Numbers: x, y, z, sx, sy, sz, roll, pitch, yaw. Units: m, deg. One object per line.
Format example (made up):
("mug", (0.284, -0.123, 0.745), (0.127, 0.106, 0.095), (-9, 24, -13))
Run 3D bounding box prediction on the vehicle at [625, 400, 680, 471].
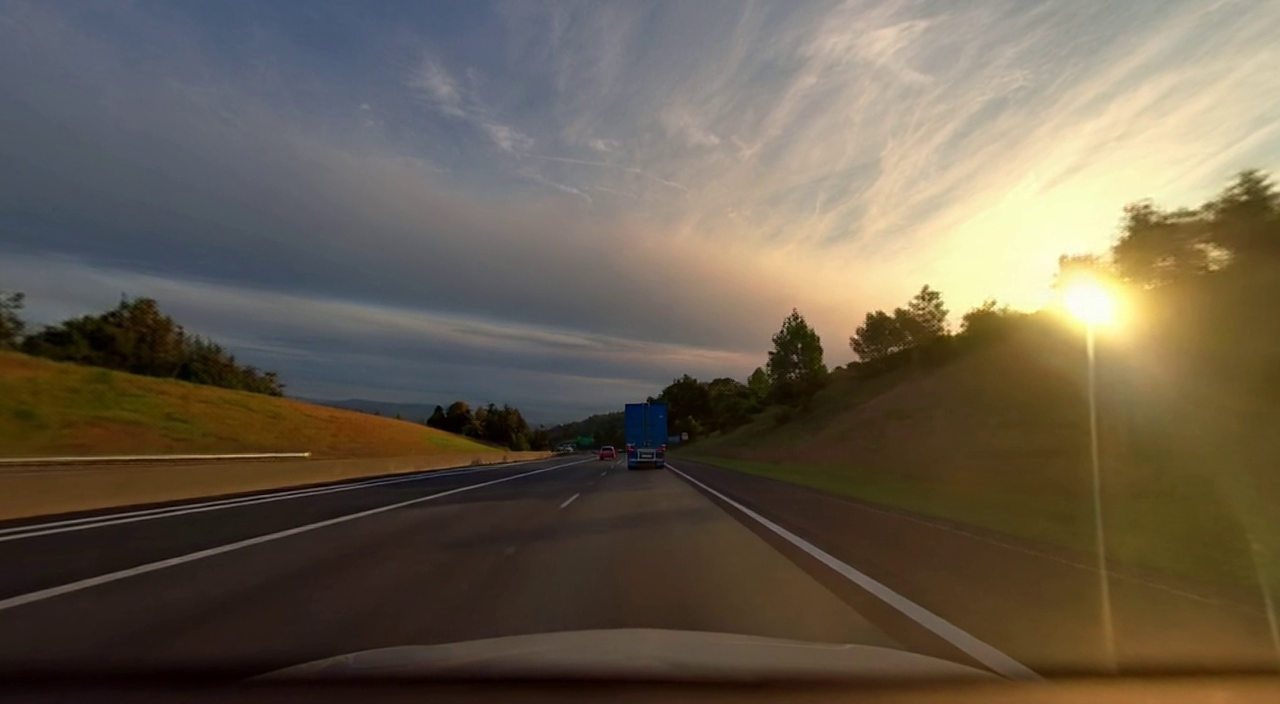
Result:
("vehicle", (0.580, 5.567, 41.138), (3.055, 4.009, 10.972), (0, -9, -1))
